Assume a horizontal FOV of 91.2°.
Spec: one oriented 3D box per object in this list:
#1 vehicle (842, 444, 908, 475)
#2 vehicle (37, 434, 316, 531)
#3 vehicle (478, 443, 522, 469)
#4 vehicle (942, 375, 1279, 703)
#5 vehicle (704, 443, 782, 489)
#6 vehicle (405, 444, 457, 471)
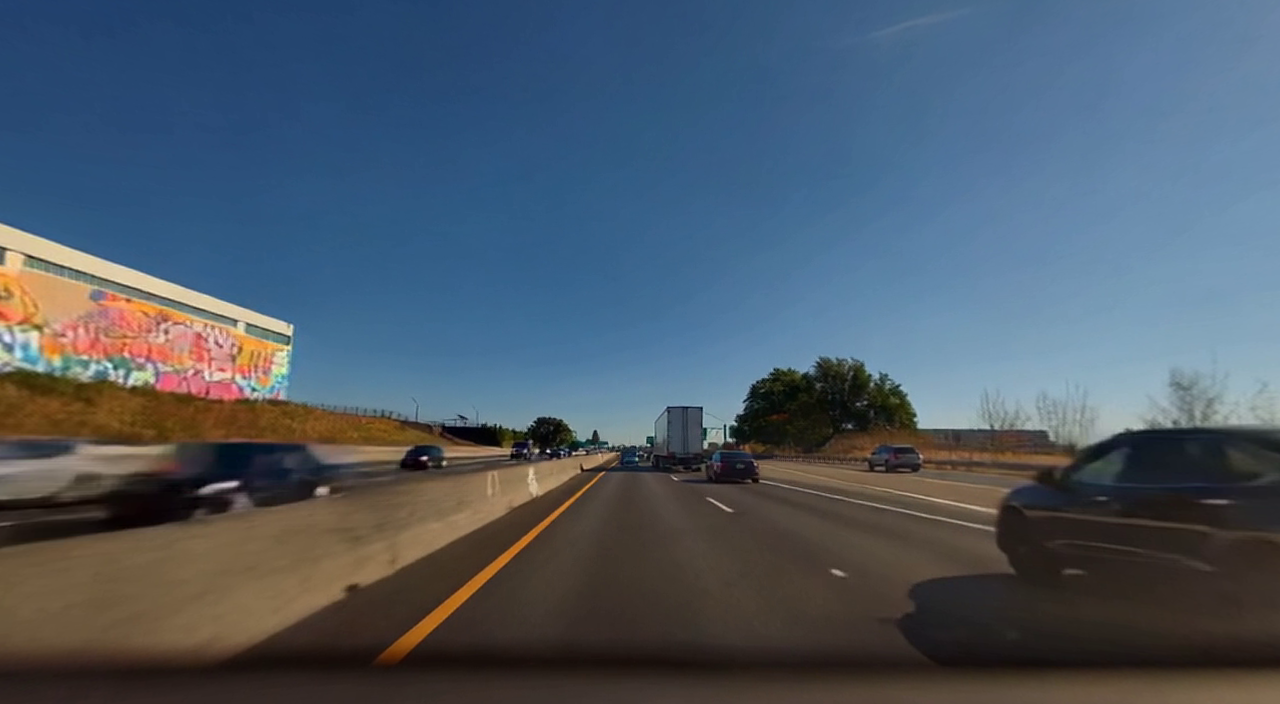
[{"bbox_3d":[13.564,6.220,36.455,2.107,1.648,4.324,0,-9,0],"label":"vehicle"},{"bbox_3d":[-8.334,2.363,11.961,1.895,1.483,4.494,0,-9,0],"label":"vehicle"},{"bbox_3d":[-9.006,6.731,40.635,1.933,1.553,4.112,0,-9,-1],"label":"vehicle"},{"bbox_3d":[3.700,0.974,3.075,2.045,1.605,4.674,0,-9,-1],"label":"vehicle"},{"bbox_3d":[3.834,4.326,24.155,2.085,1.588,4.436,0,-9,-2],"label":"vehicle"},{"bbox_3d":[-12.874,6.502,38.897,1.856,1.548,4.007,0,-9,0],"label":"vehicle"}]
